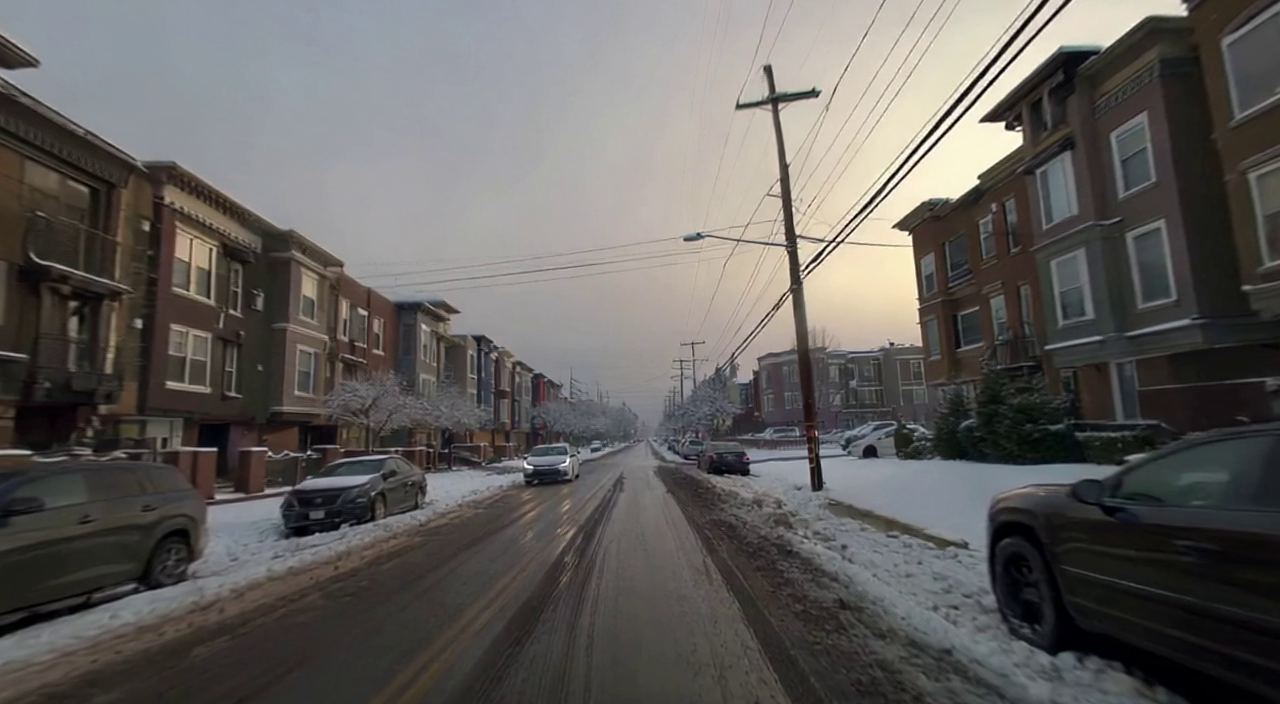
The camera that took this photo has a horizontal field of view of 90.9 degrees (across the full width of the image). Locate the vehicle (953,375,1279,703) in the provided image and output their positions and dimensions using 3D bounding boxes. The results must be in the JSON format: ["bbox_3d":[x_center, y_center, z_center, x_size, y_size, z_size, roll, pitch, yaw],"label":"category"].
[{"bbox_3d":[3.467,0.886,2.332,2.018,1.672,4.932,-4,-5,0],"label":"vehicle"}]

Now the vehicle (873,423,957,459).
[{"bbox_3d":[12.976,4.301,30.074,1.997,1.546,4.370,-2,-10,0],"label":"vehicle"}]

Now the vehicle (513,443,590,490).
[{"bbox_3d":[-3.025,4.019,22.516,2.052,1.483,4.276,0,-8,1],"label":"vehicle"}]

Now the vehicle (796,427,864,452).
[{"bbox_3d":[13.339,6.195,44.593,1.897,1.659,4.648,4,-9,-27],"label":"vehicle"}]

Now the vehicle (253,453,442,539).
[{"bbox_3d":[-6.086,3.013,13.866,1.863,1.449,4.536,-1,-8,2],"label":"vehicle"}]

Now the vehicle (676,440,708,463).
[{"bbox_3d":[3.757,7.236,45.897,1.914,1.591,3.892,0,-8,-1],"label":"vehicle"}]

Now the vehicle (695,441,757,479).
[{"bbox_3d":[3.571,4.556,26.942,1.928,1.440,4.738,0,-8,-1],"label":"vehicle"}]

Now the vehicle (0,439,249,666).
[{"bbox_3d":[-6.042,1.684,5.700,2.057,1.757,4.573,0,-8,0],"label":"vehicle"}]

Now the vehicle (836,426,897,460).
[{"bbox_3d":[10.603,4.277,29.774,1.801,1.491,3.488,-1,-8,4],"label":"vehicle"}]
